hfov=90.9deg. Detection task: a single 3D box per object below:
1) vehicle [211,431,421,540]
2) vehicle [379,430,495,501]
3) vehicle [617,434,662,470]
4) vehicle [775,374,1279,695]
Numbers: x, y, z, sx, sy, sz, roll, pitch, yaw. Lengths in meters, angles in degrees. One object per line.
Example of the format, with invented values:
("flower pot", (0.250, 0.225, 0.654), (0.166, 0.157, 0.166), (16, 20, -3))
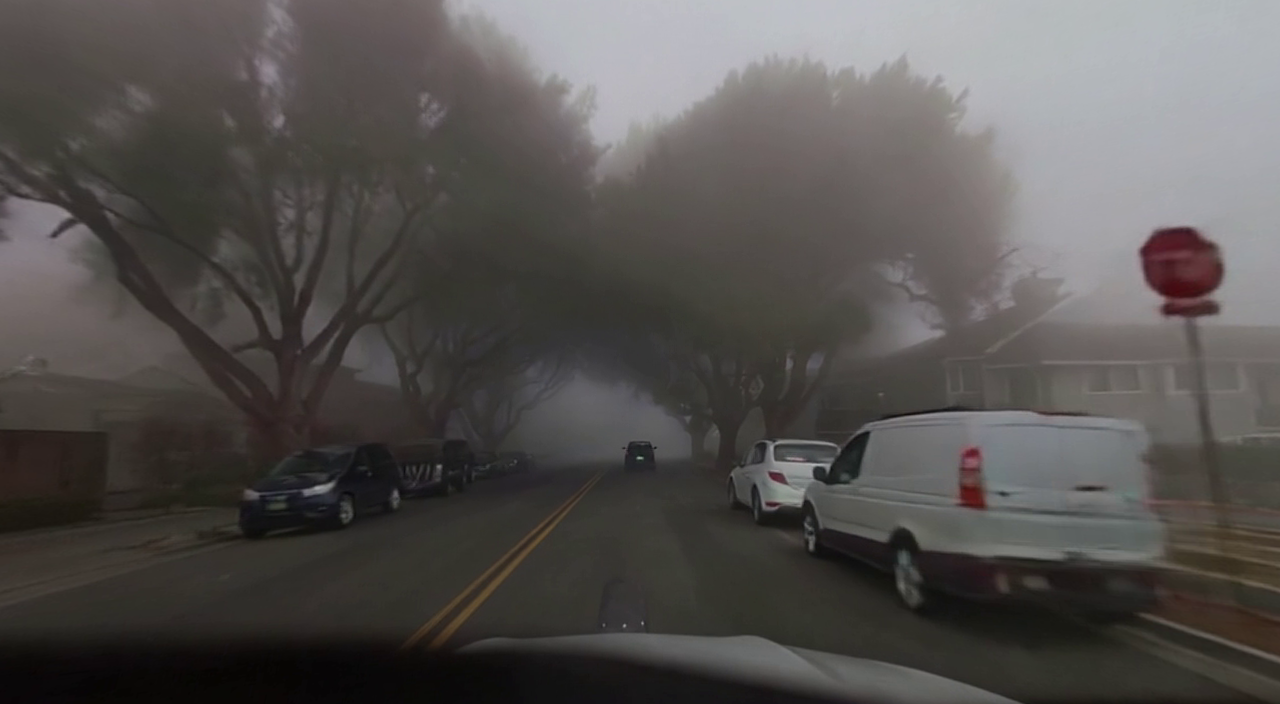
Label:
("vehicle", (-5.825, 2.394, 12.066), (1.955, 1.659, 4.324), (1, -8, -4))
("vehicle", (-5.763, 3.242, 18.479), (1.899, 1.615, 4.624), (-6, -8, -2))
("vehicle", (-0.036, 5.175, 32.872), (2.172, 1.722, 4.201), (0, -8, 0))
("vehicle", (2.884, 1.362, 6.017), (1.970, 1.801, 4.721), (0, -8, -2))
